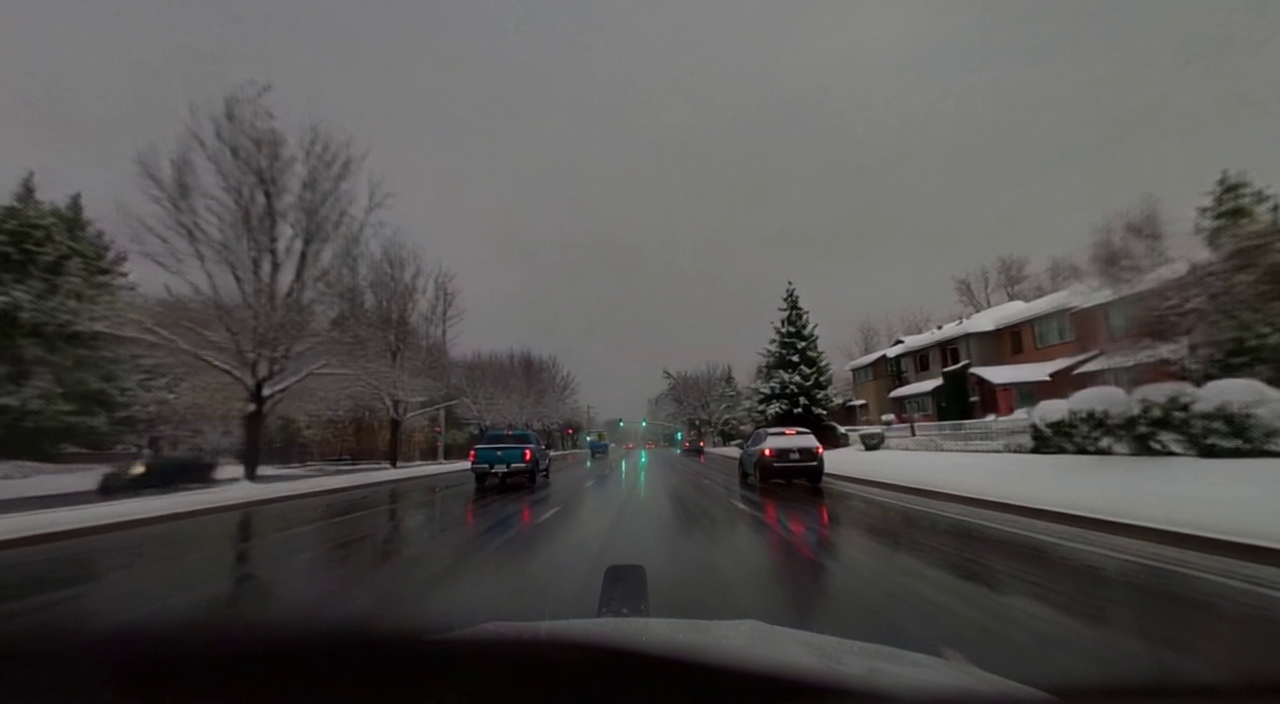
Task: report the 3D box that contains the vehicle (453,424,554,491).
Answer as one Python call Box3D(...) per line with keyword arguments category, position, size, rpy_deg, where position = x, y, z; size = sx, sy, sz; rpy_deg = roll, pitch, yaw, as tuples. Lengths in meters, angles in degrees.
Box3D(category="vehicle", position=(-3.931, 3.150, 19.090), size=(2.002, 1.747, 4.728), rpy_deg=(0, -8, 0))

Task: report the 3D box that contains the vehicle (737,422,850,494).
Box3D(category="vehicle", position=(4.117, 2.930, 17.742), size=(2.016, 1.736, 4.356), rpy_deg=(0, -8, -1))

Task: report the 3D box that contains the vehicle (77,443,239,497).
Box3D(category="vehicle", position=(-17.277, 4.197, 23.004), size=(2.059, 1.743, 4.779), rpy_deg=(0, -8, 1))
